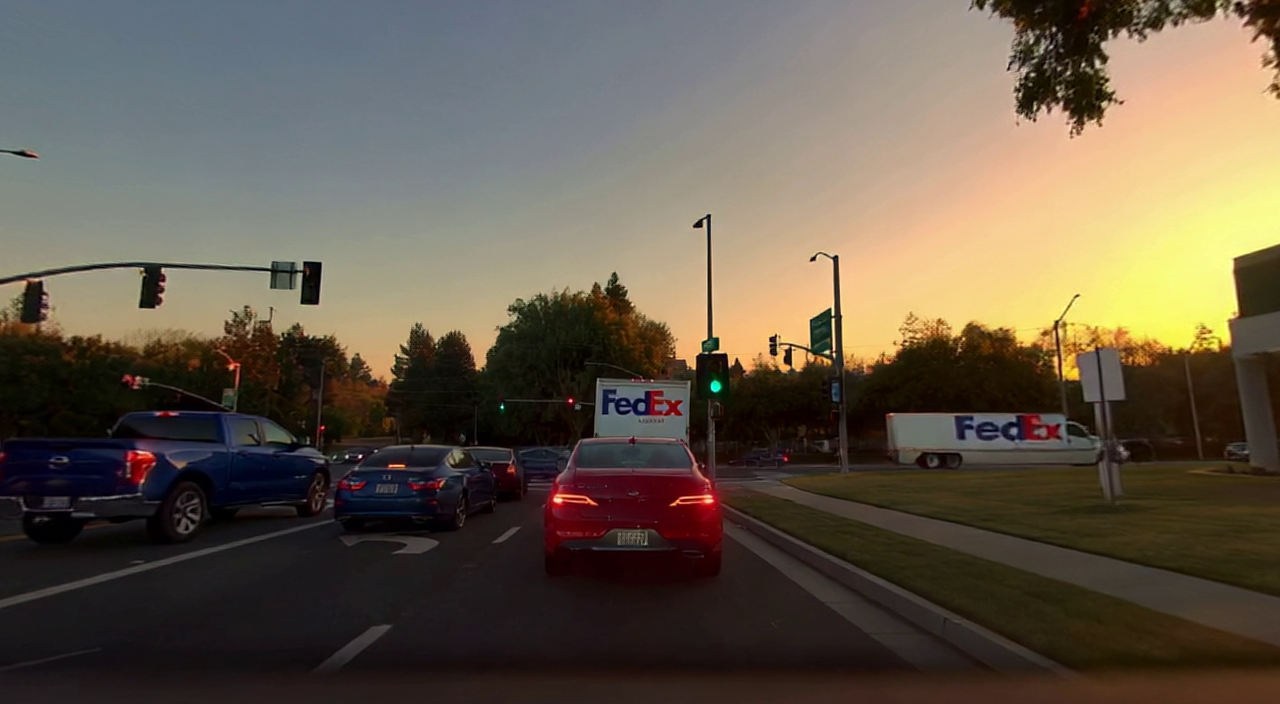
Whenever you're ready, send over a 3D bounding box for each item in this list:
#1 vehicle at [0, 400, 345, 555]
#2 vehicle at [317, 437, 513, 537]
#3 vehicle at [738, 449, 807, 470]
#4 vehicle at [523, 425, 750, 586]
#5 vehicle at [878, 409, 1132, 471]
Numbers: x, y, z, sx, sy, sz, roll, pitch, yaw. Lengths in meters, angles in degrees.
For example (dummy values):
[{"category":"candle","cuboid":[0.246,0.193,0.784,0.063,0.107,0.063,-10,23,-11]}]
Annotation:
[{"category":"vehicle","cuboid":[-7.285,1.957,10.531,2.125,1.893,5.498,0,-9,-2]},{"category":"vehicle","cuboid":[-3.867,2.387,11.768,1.949,1.487,4.390,0,-9,1]},{"category":"vehicle","cuboid":[10.216,8.277,48.471,4.805,1.498,1.889,0,-7,-5]},{"category":"vehicle","cuboid":[-0.028,1.782,8.152,2.145,1.513,4.269,0,-9,0]},{"category":"vehicle","cuboid":[21.144,5.205,36.948,12.889,3.380,3.345,0,-9,-2]}]
